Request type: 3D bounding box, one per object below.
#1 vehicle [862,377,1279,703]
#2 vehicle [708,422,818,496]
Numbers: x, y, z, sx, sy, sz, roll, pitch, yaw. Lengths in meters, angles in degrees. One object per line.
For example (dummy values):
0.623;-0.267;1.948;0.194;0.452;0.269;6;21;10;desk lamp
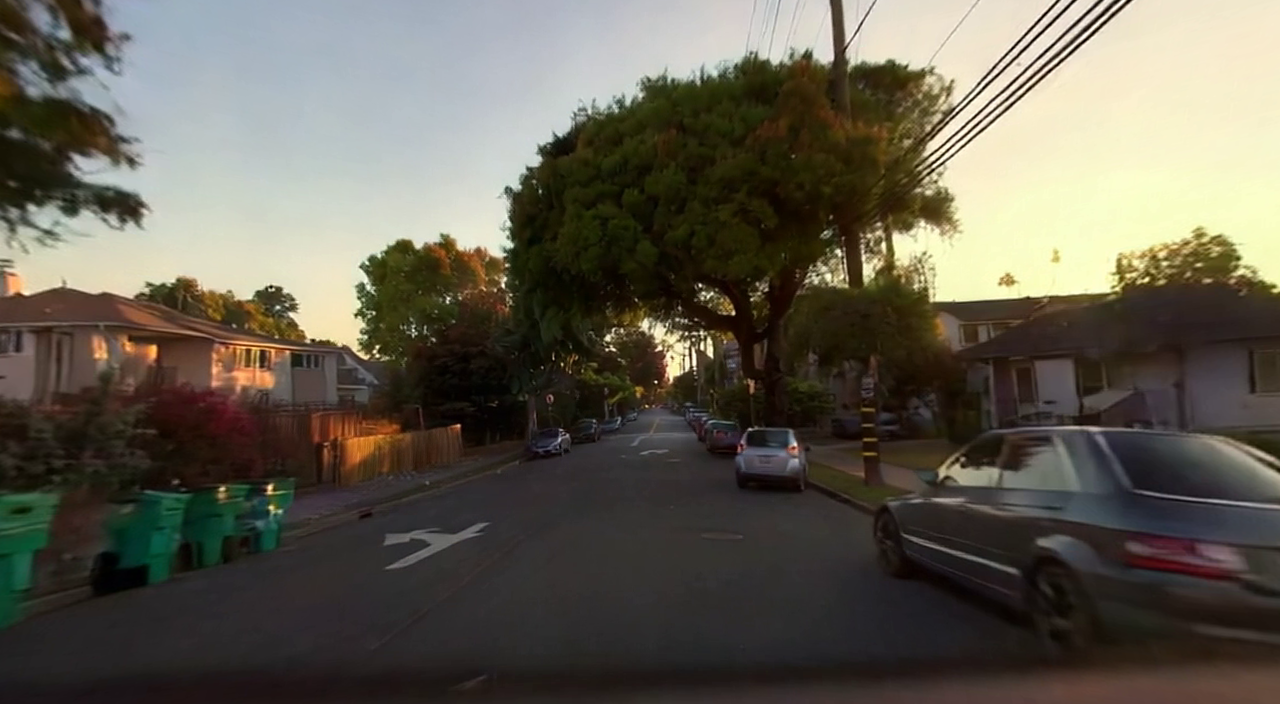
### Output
3.446;1.277;4.839;1.909;1.694;4.472;0;-9;1;vehicle
3.016;2.563;15.450;2.235;1.500;4.496;-2;-9;12;vehicle
